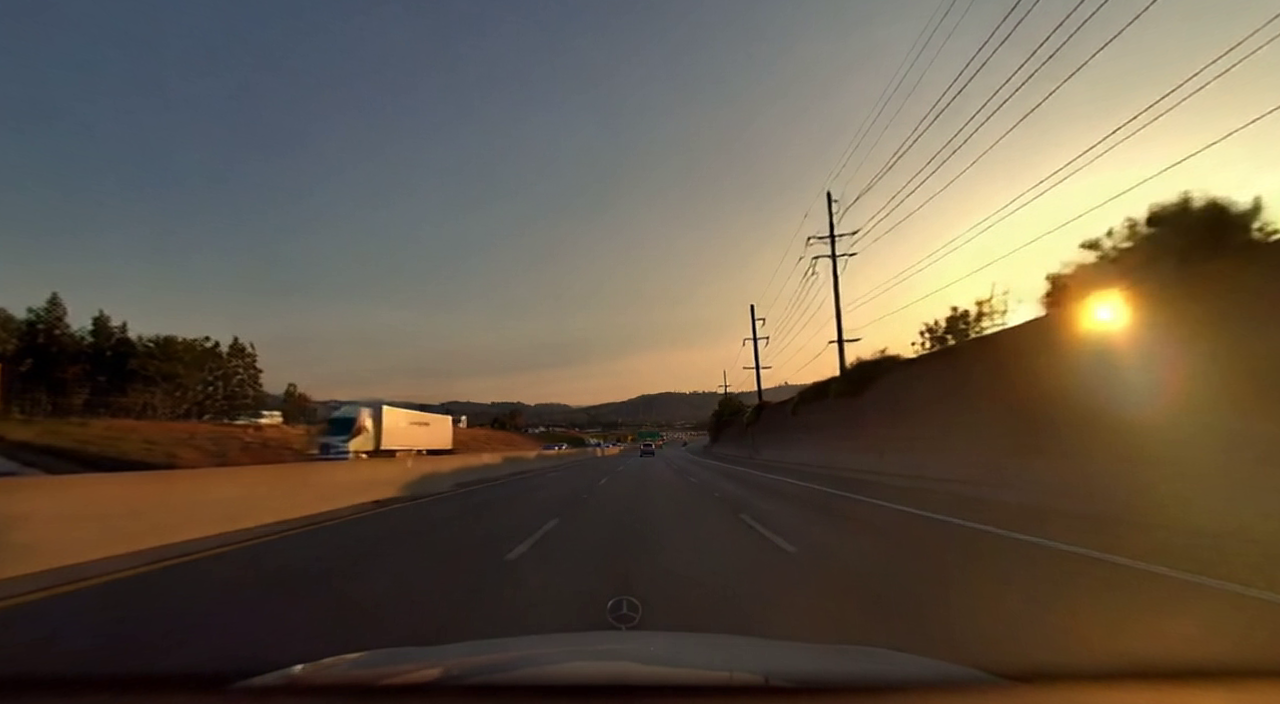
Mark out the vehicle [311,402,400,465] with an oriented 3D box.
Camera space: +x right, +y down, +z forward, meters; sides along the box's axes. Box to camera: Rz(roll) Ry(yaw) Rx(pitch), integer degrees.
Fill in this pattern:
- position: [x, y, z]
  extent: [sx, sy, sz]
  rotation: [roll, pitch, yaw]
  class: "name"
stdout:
- position: [-18.958, 5.559, 42.496]
  extent: [3.013, 3.943, 5.919]
  rotation: [0, -9, 1]
  class: "vehicle"
